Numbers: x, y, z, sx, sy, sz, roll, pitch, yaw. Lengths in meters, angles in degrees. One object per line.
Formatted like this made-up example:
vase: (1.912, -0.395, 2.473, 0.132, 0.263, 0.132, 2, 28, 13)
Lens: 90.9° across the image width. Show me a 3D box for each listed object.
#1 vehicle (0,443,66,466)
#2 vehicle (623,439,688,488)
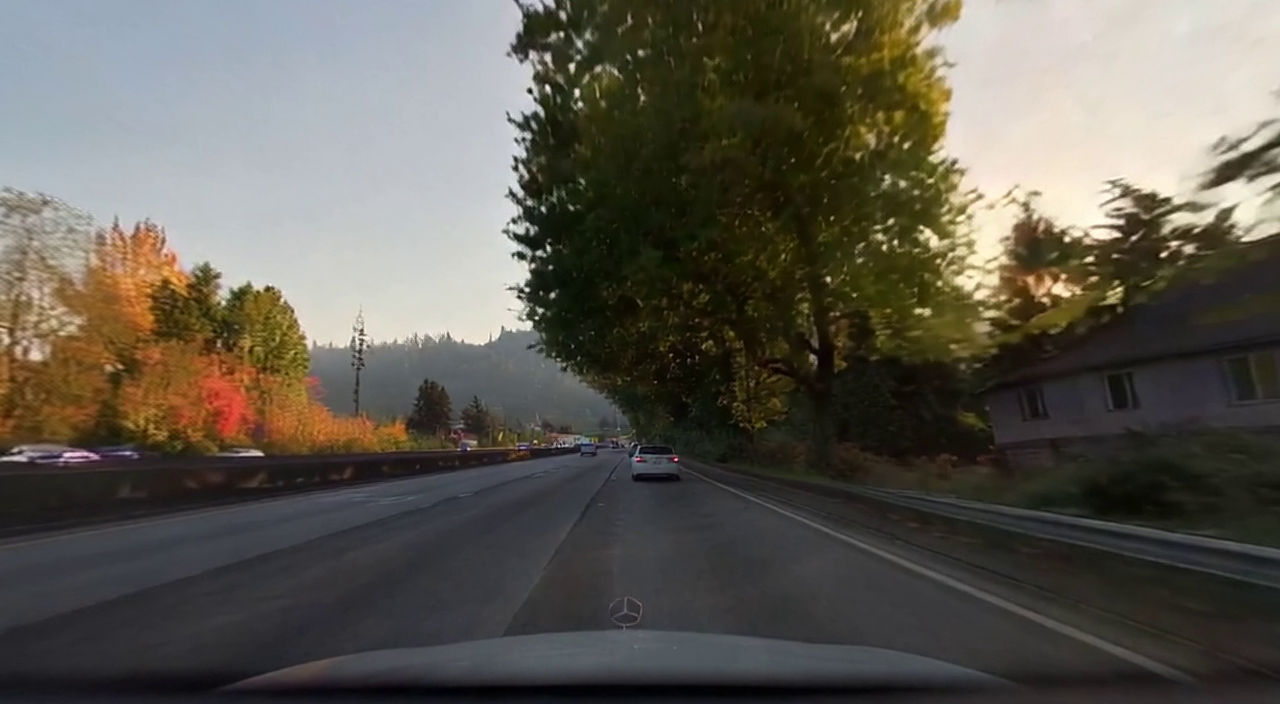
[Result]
vehicle: (-43.481, 7.265, 44.653, 1.794, 1.504, 4.380, 1, -9, -8)
vehicle: (0.414, 3.664, 21.010, 1.960, 1.456, 3.818, 0, -9, -2)
